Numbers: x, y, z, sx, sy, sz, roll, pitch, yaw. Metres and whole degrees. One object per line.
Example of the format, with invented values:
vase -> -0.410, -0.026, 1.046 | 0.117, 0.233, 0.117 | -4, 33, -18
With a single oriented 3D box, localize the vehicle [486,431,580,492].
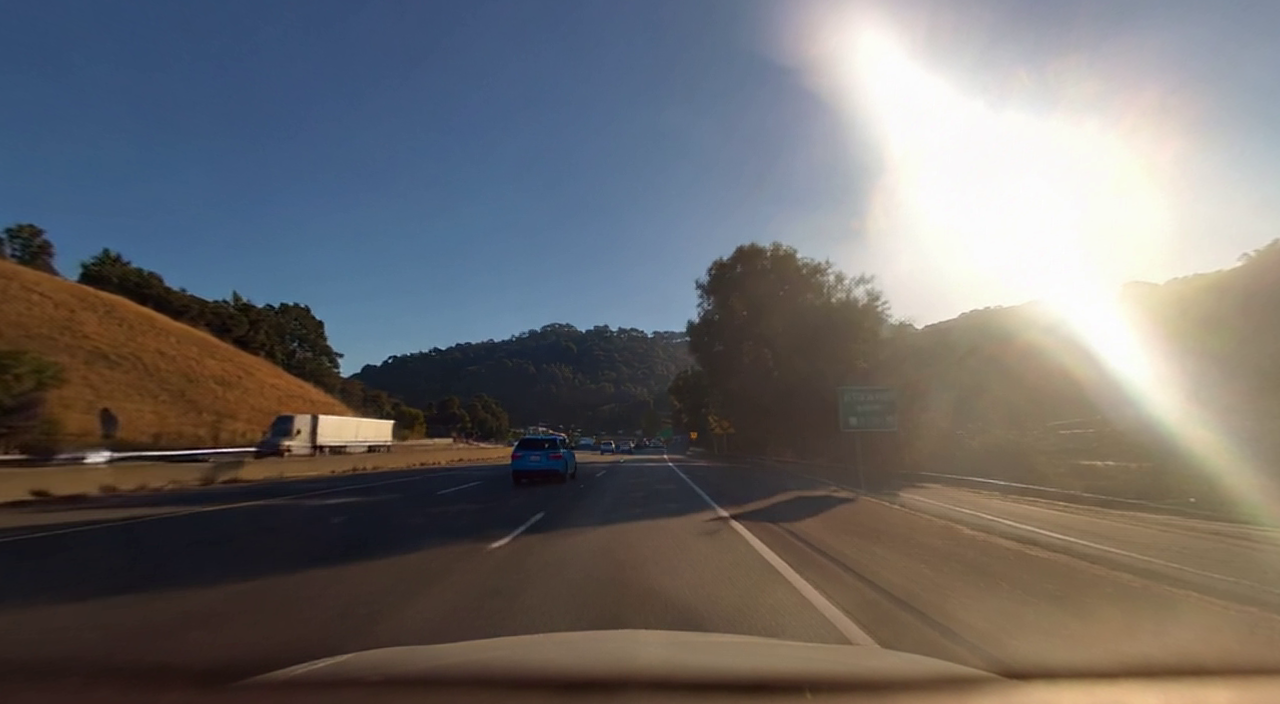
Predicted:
vehicle -> -3.278, 3.476, 20.321 | 2.138, 1.718, 4.415 | 0, -8, 1

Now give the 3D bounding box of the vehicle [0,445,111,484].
vehicle -> -24.584, 4.556, 25.880 | 1.947, 1.470, 4.344 | 0, -8, 1
